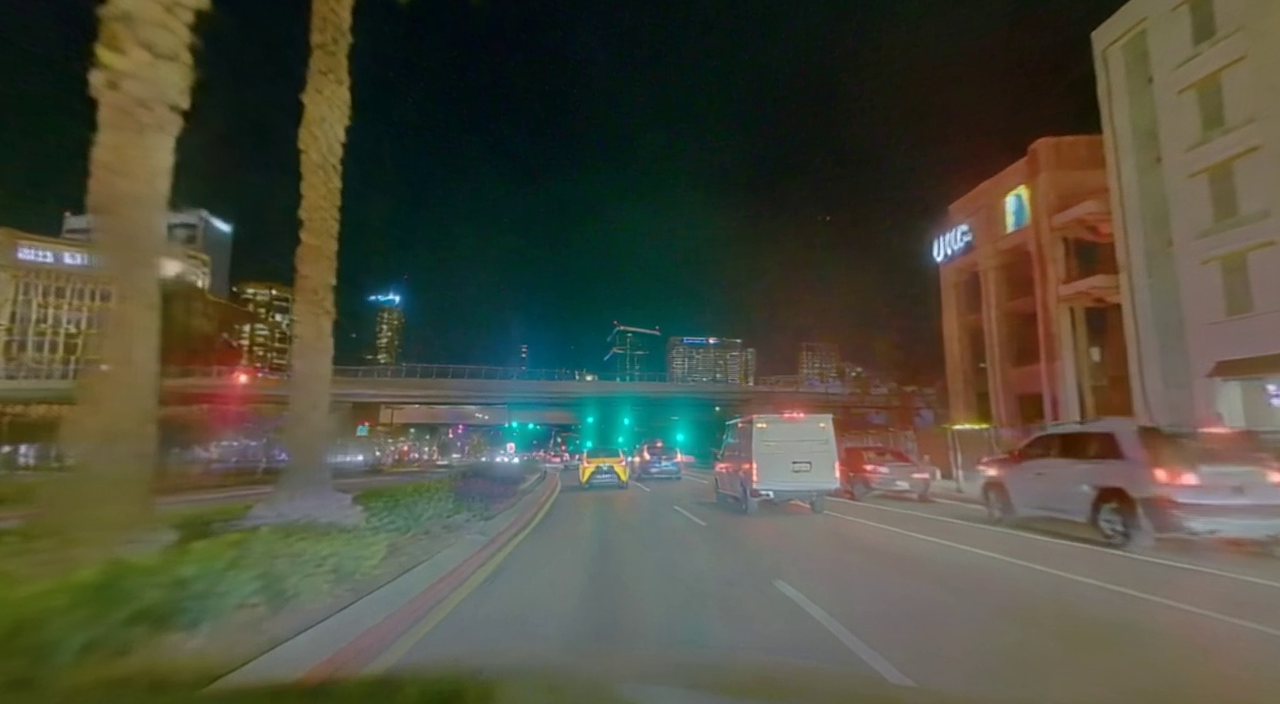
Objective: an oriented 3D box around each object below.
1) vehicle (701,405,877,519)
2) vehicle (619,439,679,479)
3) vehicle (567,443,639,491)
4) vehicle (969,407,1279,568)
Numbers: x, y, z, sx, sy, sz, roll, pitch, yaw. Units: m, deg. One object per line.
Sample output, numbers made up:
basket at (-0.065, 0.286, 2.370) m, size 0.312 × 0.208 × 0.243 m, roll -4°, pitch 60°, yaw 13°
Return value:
vehicle at (3.142, 2.513, 14.852) m, size 2.434 × 2.171 × 5.098 m, roll 1°, pitch -9°, yaw -6°
vehicle at (0.367, 5.813, 34.556) m, size 2.407 × 1.991 × 5.130 m, roll 1°, pitch -9°, yaw -9°
vehicle at (-1.527, 4.322, 24.152) m, size 2.332 × 1.625 × 4.933 m, roll 1°, pitch -9°, yaw -8°
vehicle at (7.284, 1.842, 9.358) m, size 2.164 × 1.745 × 4.677 m, roll 0°, pitch -9°, yaw -2°
